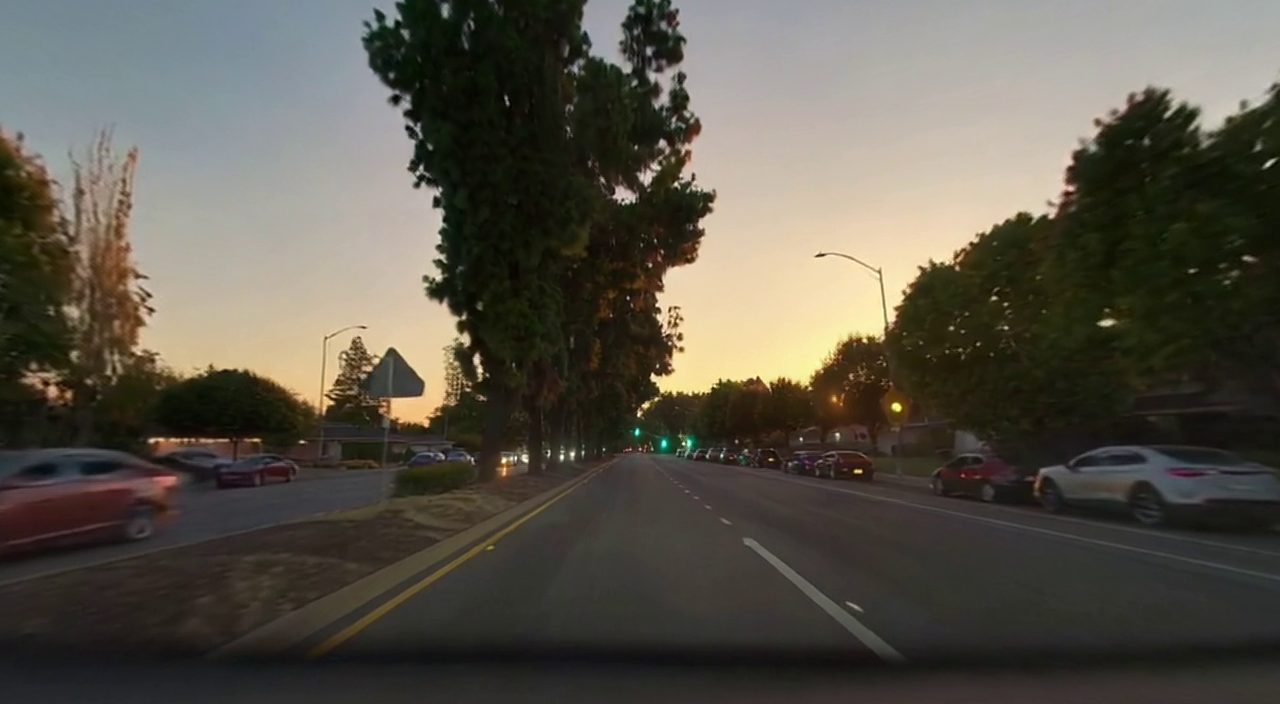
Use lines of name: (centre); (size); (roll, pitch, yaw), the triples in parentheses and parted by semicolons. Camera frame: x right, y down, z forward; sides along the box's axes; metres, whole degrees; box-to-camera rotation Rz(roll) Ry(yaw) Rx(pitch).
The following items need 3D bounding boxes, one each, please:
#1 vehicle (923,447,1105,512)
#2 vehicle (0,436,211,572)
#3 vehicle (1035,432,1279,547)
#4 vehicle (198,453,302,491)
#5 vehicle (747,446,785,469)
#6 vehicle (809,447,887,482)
vehicle: (9.633, 3.278, 16.818); (1.961, 1.456, 4.493); (0, -8, -2)
vehicle: (-8.024, 1.844, 7.992); (1.913, 1.485, 4.624); (-1, -8, 0)
vehicle: (9.794, 2.410, 11.825); (1.882, 1.702, 4.346); (0, -8, -1)
vehicle: (-18.452, 5.671, 30.227); (1.885, 1.553, 4.864); (-1, -8, 0)
vehicle: (9.581, 8.029, 48.344); (1.885, 1.685, 4.430); (0, -8, -2)
vehicle: (9.601, 5.219, 29.590); (1.899, 1.475, 4.572); (0, -8, -2)
